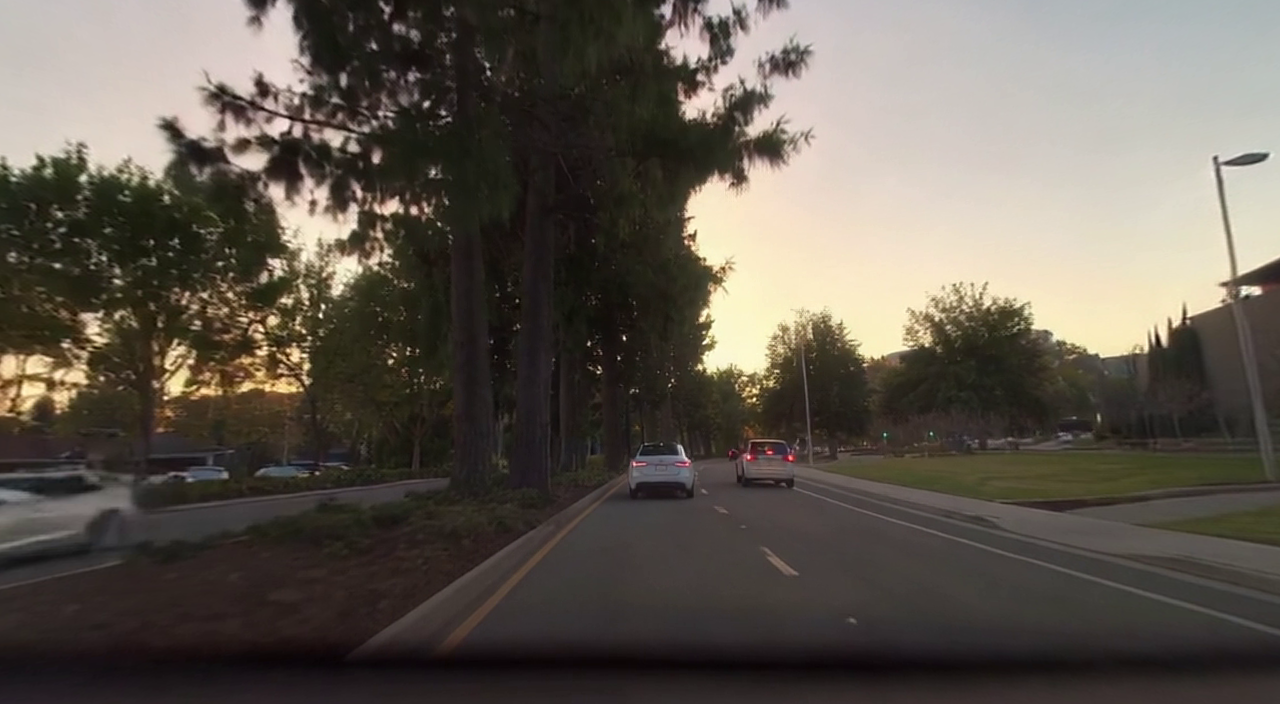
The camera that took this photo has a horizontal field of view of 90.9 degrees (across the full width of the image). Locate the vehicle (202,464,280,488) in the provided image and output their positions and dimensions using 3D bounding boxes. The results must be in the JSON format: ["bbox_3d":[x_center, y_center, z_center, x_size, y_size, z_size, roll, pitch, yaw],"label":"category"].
[{"bbox_3d":[-26.292,8.180,41.582,4.011,1.473,1.913,-2,-9,9],"label":"vehicle"}]

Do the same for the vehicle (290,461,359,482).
[{"bbox_3d":[-24.406,9.275,48.861,4.374,1.502,1.925,-1,-8,6],"label":"vehicle"}]

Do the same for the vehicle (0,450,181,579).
[{"bbox_3d":[-8.159,1.964,7.706,1.773,1.449,4.322,-2,-9,1],"label":"vehicle"}]

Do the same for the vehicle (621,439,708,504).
[{"bbox_3d":[0.672,3.291,17.841,2.154,1.585,3.997,-1,-8,2],"label":"vehicle"}]

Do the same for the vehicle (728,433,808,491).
[{"bbox_3d":[4.450,3.909,22.807,1.953,1.818,5.299,-1,-8,2],"label":"vehicle"}]
